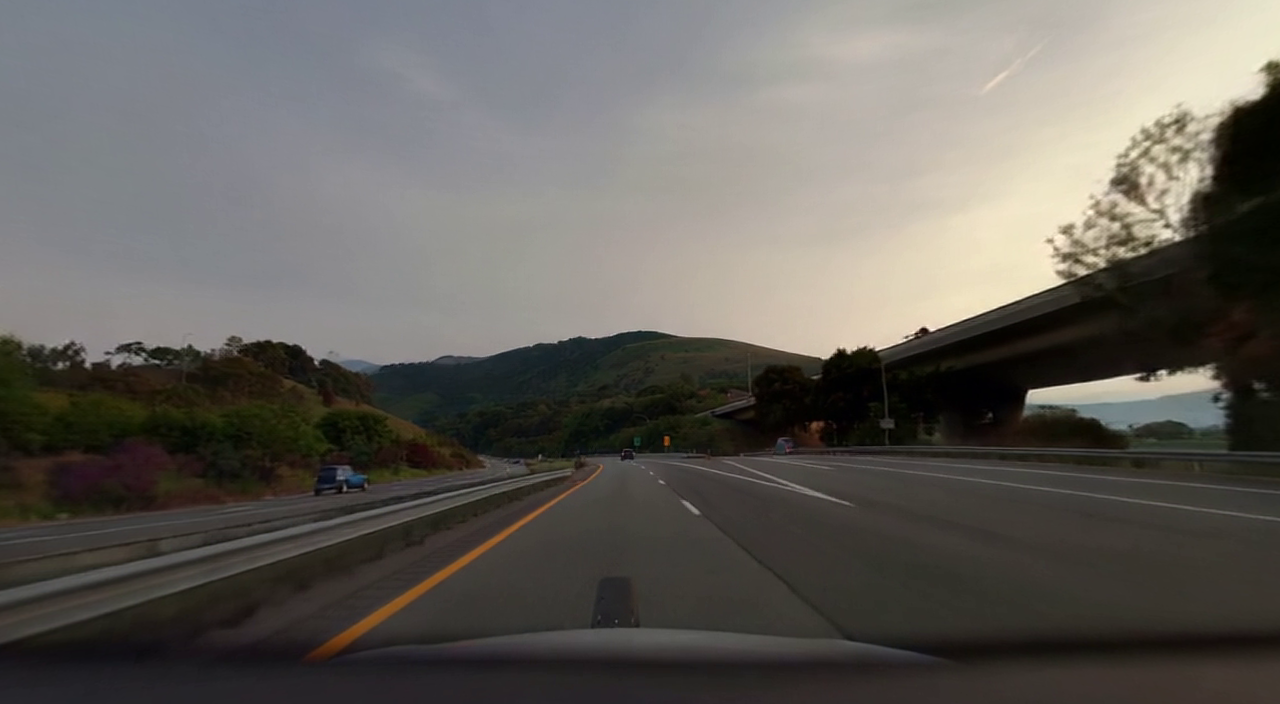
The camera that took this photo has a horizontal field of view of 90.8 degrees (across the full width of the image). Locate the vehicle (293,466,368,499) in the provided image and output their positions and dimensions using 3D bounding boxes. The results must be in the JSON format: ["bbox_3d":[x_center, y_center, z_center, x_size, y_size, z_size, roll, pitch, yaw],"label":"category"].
[{"bbox_3d":[-22.144,9.337,45.523,2.573,1.976,5.651,-3,-9,-1],"label":"vehicle"}]
